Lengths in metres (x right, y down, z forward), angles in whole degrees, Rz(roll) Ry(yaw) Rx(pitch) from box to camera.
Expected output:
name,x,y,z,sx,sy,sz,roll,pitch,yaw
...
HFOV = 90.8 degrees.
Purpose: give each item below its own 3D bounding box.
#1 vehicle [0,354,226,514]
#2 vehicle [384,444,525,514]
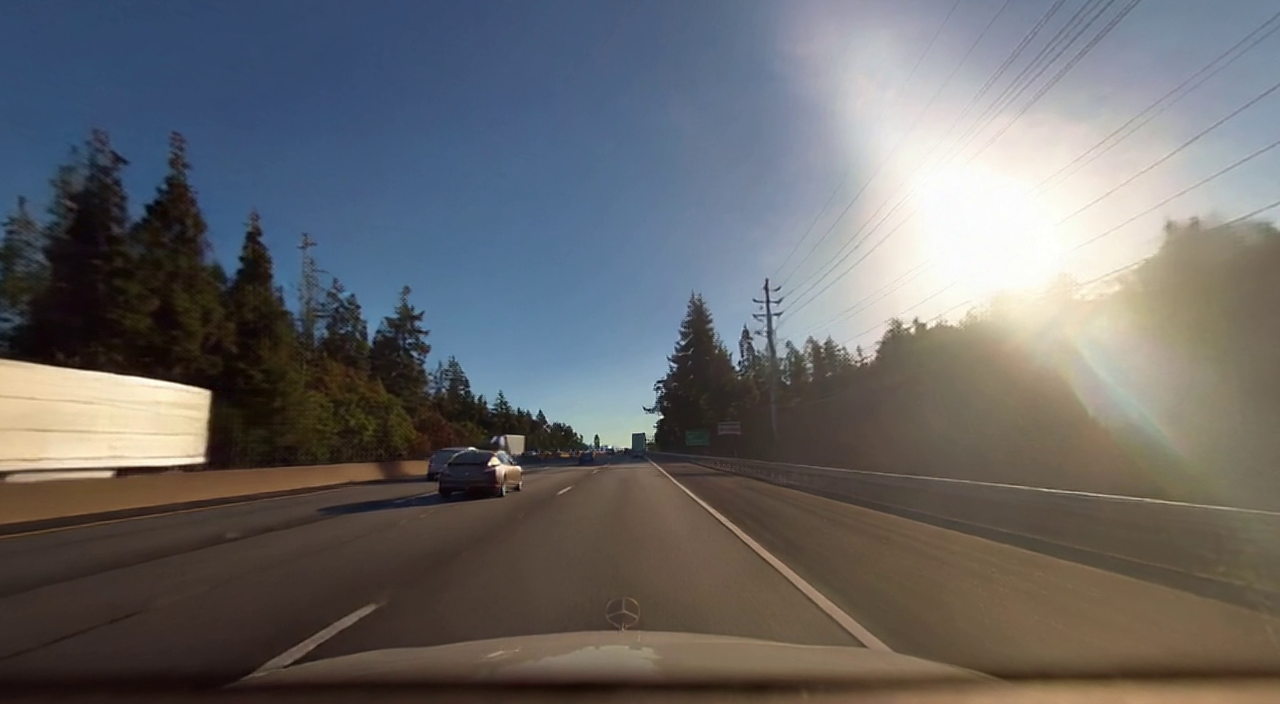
name,x,y,z,sx,sy,sz,roll,pitch,yaw
vehicle,-17.970,2.361,17.766,2.933,4.087,14.392,0,-9,0
vehicle,-4.306,3.024,15.496,2.106,1.445,4.404,0,-9,0
